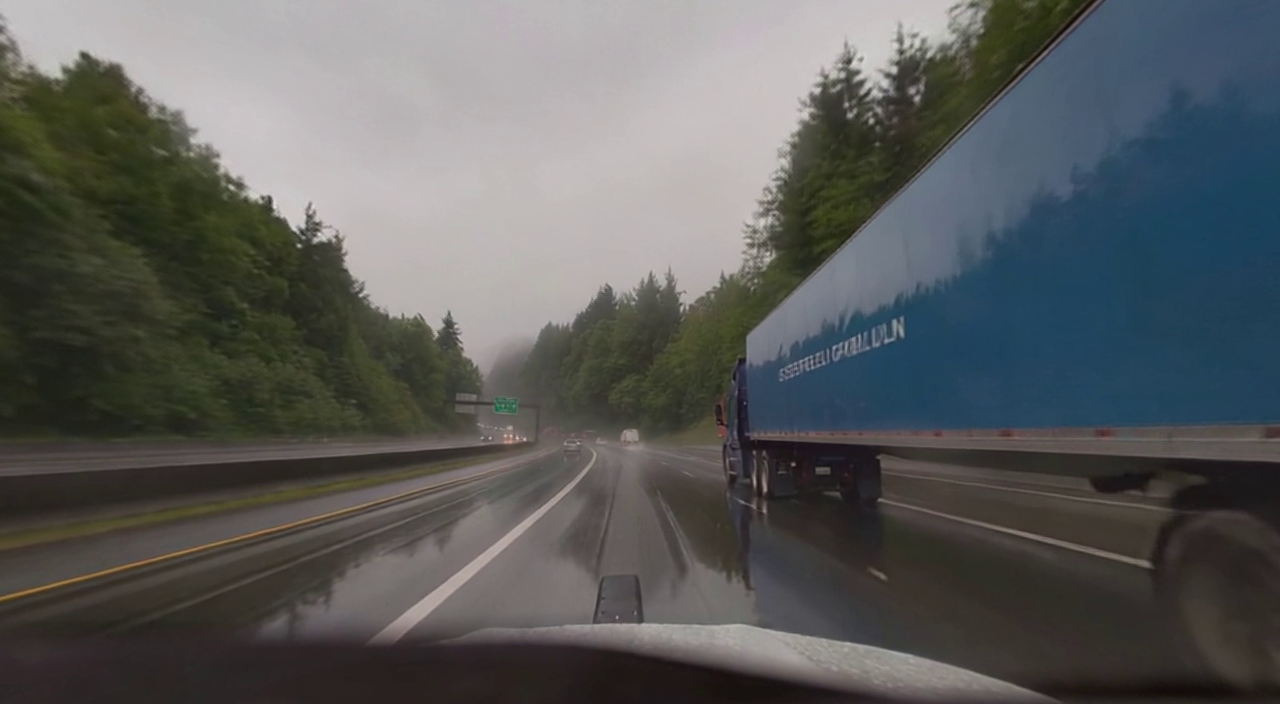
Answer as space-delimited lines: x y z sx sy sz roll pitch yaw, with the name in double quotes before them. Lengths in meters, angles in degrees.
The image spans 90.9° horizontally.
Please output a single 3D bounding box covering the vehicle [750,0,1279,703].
"vehicle" 3.960 0.187 6.440 2.910 4.051 14.278 0 -8 -1
